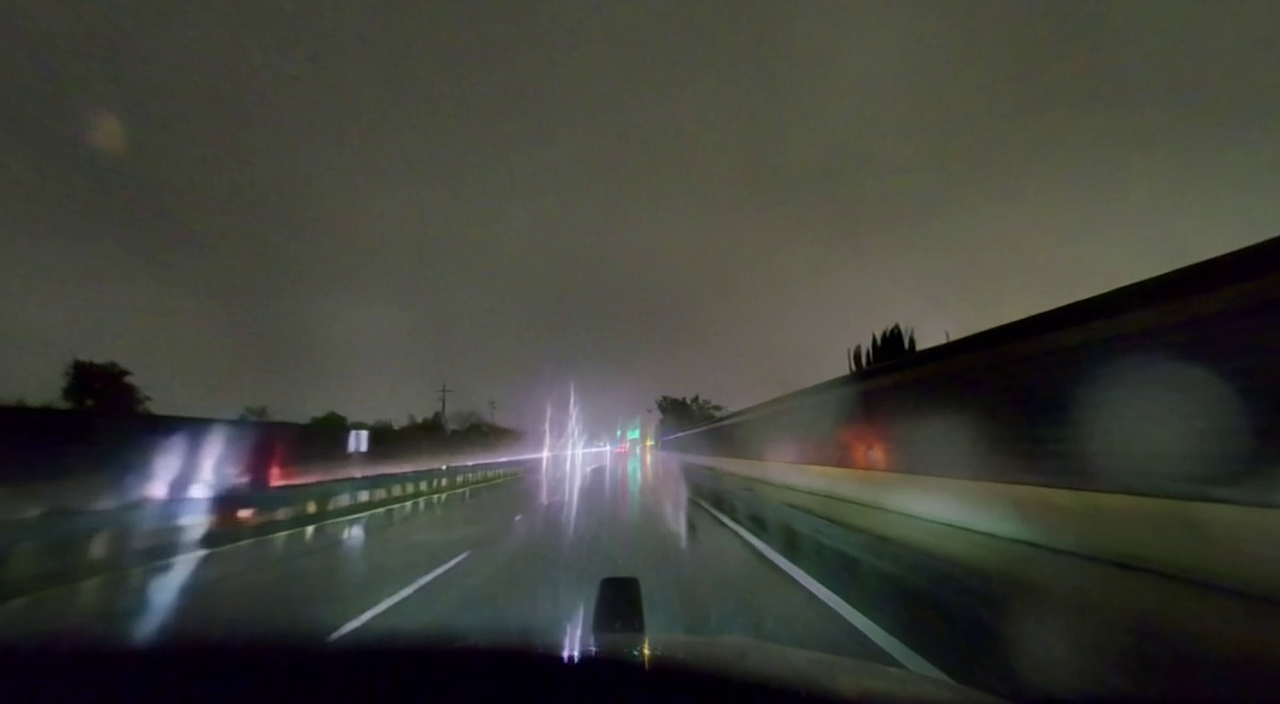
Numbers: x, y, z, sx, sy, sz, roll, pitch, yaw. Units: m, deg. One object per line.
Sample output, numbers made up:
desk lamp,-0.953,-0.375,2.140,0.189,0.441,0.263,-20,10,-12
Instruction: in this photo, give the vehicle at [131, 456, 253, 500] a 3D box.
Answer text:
vehicle,-16.984,4.774,24.113,1.845,1.505,3.833,0,-9,-1
